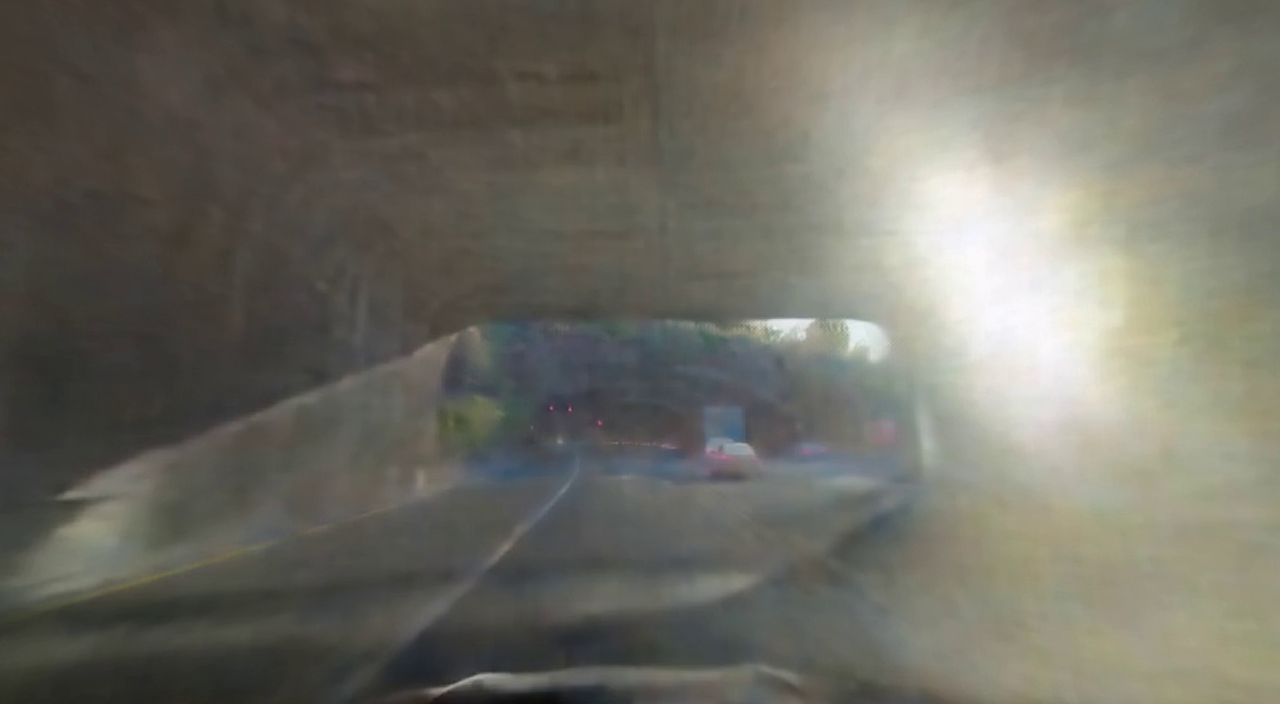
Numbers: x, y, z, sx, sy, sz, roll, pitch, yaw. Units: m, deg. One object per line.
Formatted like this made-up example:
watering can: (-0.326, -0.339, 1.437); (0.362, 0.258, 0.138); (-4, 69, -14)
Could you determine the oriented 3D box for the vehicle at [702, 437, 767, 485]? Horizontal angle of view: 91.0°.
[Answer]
vehicle: (3.153, 3.689, 21.712); (1.947, 1.475, 3.962); (-1, -8, 5)
